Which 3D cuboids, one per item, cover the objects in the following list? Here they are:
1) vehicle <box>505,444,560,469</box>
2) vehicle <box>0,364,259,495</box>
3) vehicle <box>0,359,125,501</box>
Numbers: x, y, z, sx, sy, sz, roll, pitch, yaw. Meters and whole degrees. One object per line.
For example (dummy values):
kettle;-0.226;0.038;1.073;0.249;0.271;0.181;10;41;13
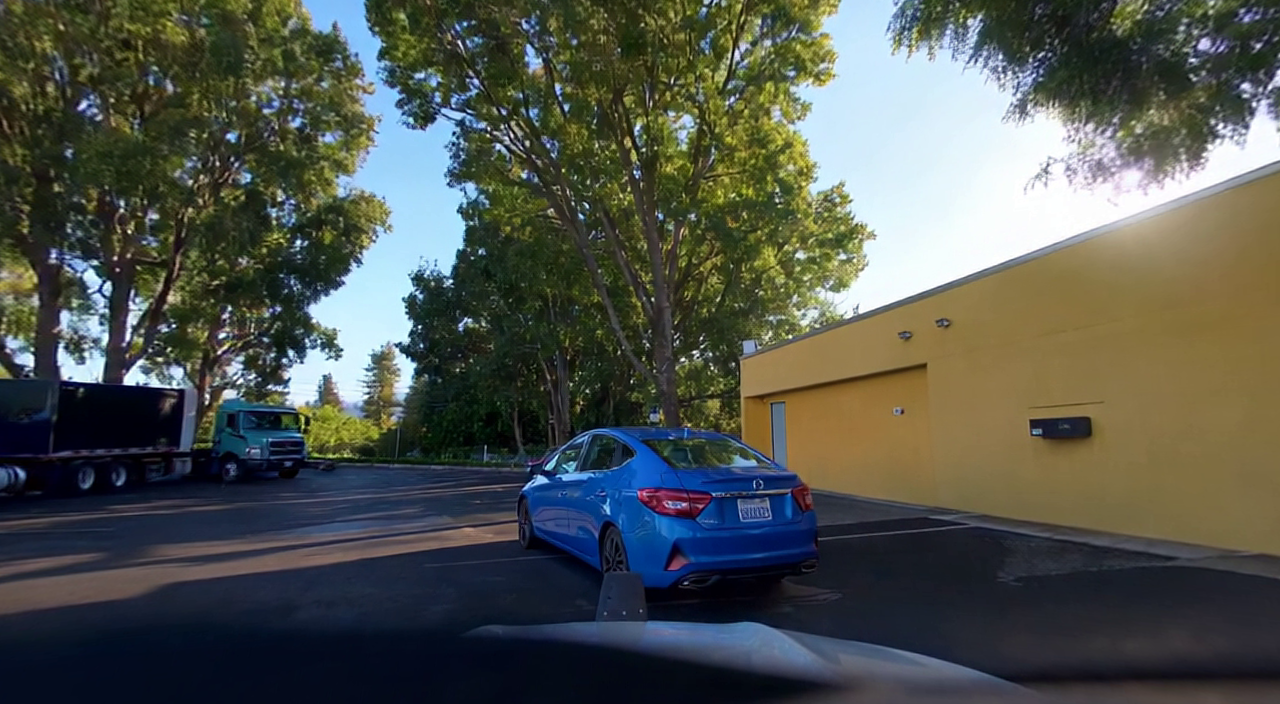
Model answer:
vehicle;-6.775;6.636;40.199;1.809;1.506;3.473;-4;-10;24
vehicle;-19.631;3.064;23.834;11.906;4.069;2.948;-5;-10;28
vehicle;-21.988;2.744;21.063;11.512;3.871;3.038;-5;-10;29
